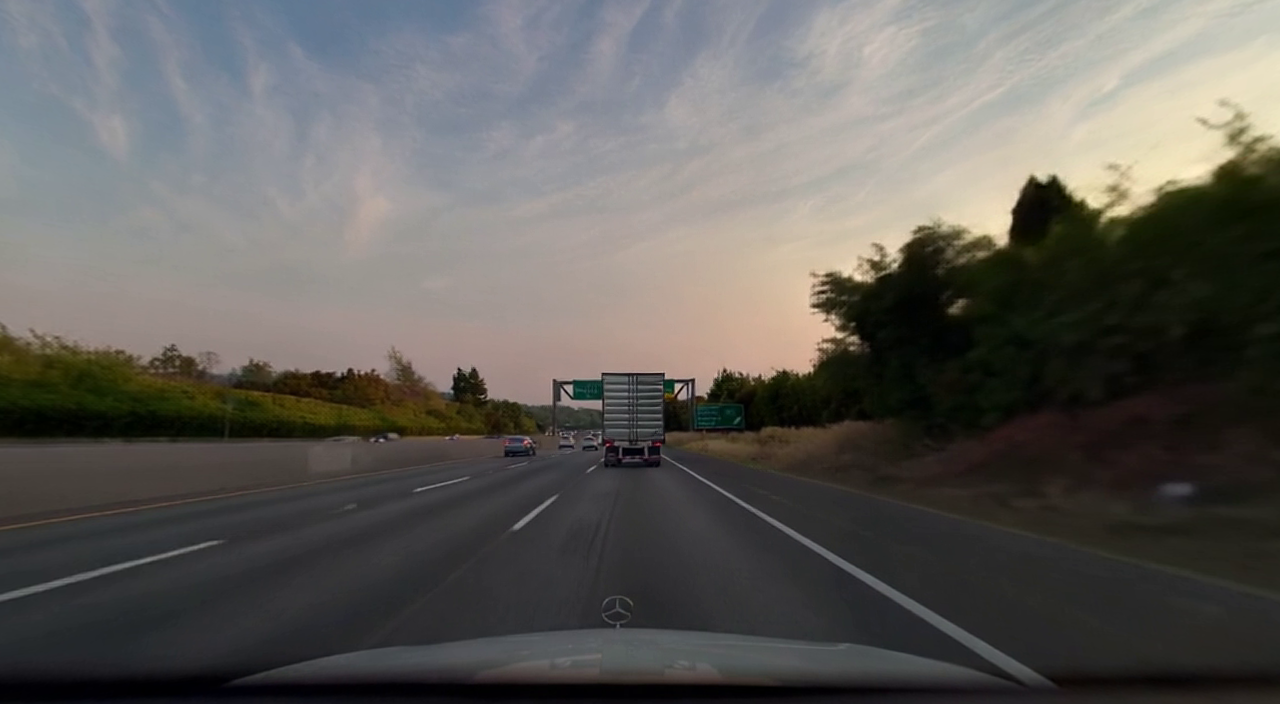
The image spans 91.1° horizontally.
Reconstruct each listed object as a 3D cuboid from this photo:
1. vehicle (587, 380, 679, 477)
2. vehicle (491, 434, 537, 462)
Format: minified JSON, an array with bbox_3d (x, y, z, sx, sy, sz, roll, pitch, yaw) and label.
[{"bbox_3d":[-0.335,3.643,29.487,3.033,3.223,14.836,3,-8,0],"label":"vehicle"},{"bbox_3d":[-7.166,5.464,36.082,1.856,1.479,3.710,0,-8,0],"label":"vehicle"}]
